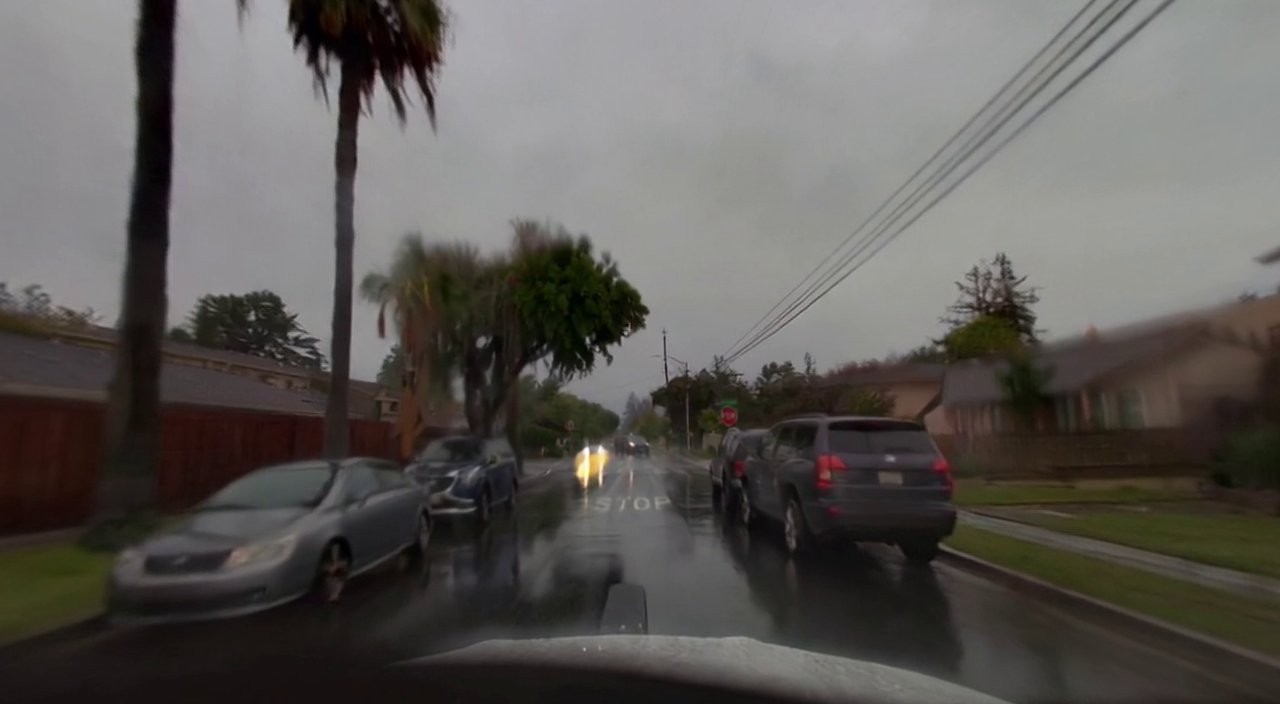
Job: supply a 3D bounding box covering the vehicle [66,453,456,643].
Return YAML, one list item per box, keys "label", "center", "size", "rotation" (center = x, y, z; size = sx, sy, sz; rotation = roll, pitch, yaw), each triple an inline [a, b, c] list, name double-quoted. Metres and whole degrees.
- label: "vehicle"
  center: [-3.347, 1.749, 6.562]
  size: [1.728, 1.305, 3.805]
  rotation: [0, -8, -1]

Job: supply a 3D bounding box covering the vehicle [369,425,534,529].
- label: "vehicle"
  center: [-3.387, 2.324, 12.241]
  size: [1.965, 1.657, 4.104]
  rotation: [0, -8, -1]

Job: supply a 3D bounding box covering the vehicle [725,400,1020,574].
- label: "vehicle"
  center: [2.543, 1.644, 8.473]
  size: [2.136, 1.650, 4.837]
  rotation: [0, -8, 0]

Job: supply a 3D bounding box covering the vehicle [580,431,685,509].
- label: "vehicle"
  center: [-0.164, 2.578, 14.188]
  size: [2.010, 1.499, 4.107]
  rotation: [0, -8, 0]
